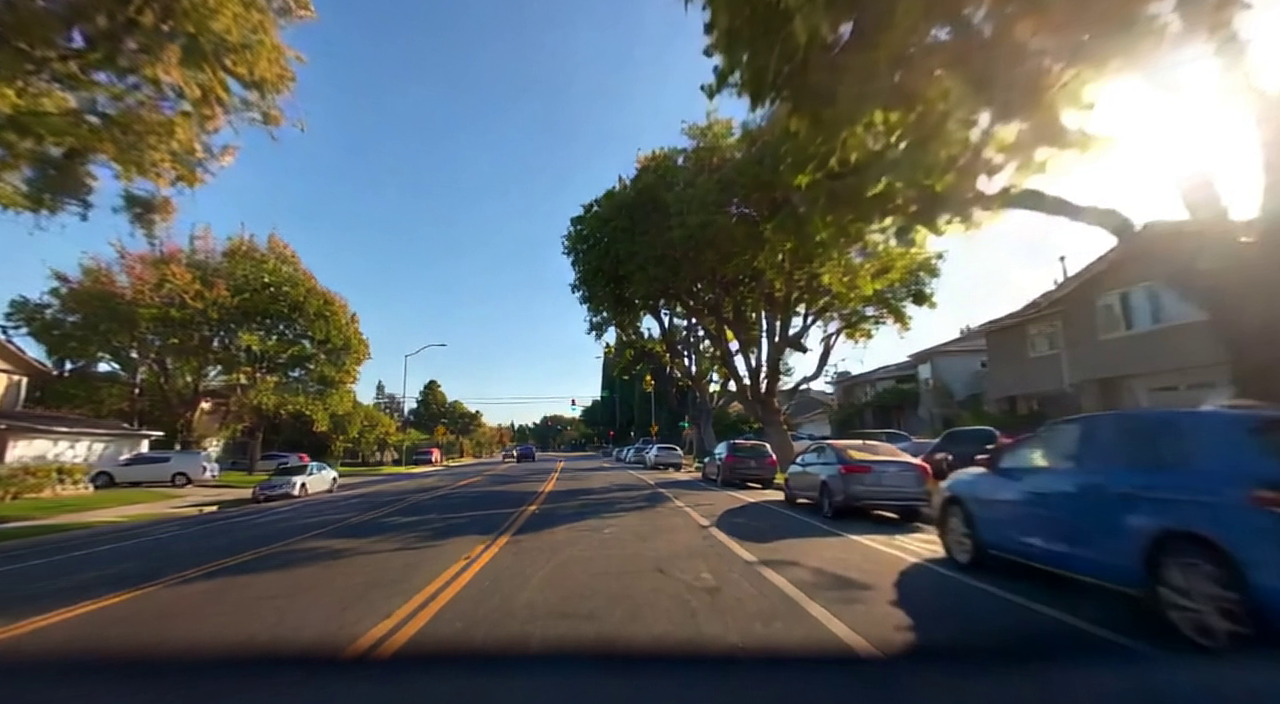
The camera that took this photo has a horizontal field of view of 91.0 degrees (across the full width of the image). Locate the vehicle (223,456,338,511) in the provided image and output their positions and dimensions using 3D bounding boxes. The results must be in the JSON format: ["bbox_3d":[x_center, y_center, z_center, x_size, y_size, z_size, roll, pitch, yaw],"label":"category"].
[{"bbox_3d":[-12.654,4.590,22.481,1.932,1.468,4.305,-5,-8,-5],"label":"vehicle"}]

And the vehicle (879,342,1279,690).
[{"bbox_3d":[4.458,1.360,6.059,2.385,1.932,4.949,4,-9,0],"label":"vehicle"}]

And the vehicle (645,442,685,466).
[{"bbox_3d":[1.717,7.282,45.151,2.350,1.579,4.765,2,-8,-4],"label":"vehicle"}]

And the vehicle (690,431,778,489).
[{"bbox_3d":[3.282,3.894,23.175,2.348,1.804,5.207,2,-8,-1],"label":"vehicle"}]

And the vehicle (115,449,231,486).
[{"bbox_3d":[-25.324,6.272,34.266,4.552,1.857,1.950,1,-8,-4],"label":"vehicle"}]

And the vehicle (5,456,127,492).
[{"bbox_3d":[-30.670,6.511,33.749,4.320,1.728,2.107,1,-8,-3],"label":"vehicle"}]
